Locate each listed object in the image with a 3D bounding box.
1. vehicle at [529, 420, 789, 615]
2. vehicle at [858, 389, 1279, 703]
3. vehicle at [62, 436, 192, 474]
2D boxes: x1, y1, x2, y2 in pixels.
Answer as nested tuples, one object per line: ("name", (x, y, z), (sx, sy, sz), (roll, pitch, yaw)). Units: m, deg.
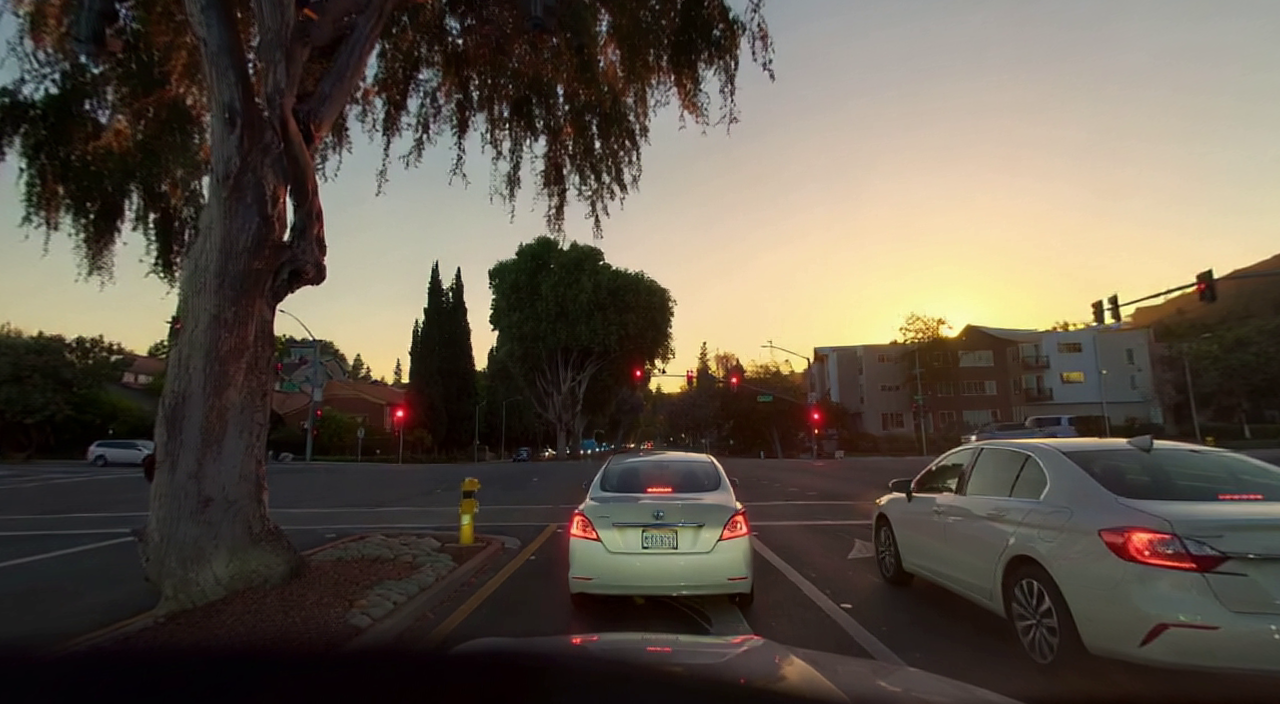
("vehicle", (0.103, 1.566, 6.878), (2.017, 1.485, 3.813), (0, -8, -1))
("vehicle", (3.176, 1.125, 3.895), (1.931, 1.493, 4.555), (0, -8, -1))
("vehicle", (-24.287, 4.874, 29.995), (4.450, 1.684, 1.894), (0, -8, 0))
